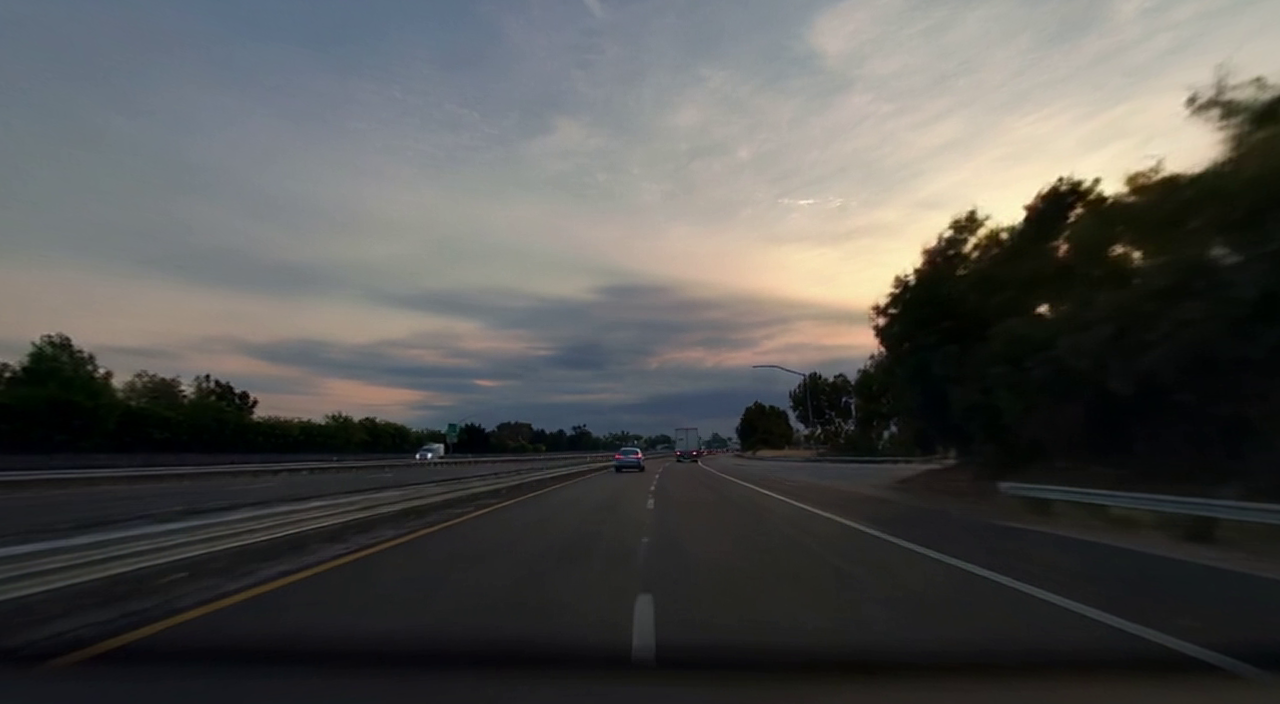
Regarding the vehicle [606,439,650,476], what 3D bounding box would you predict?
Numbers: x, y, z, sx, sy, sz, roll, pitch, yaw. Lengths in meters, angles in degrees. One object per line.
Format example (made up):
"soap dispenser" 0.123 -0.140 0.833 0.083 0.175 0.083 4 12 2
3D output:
"vehicle" -0.627 6.350 37.945 2.271 2.049 4.894 -1 -9 3
